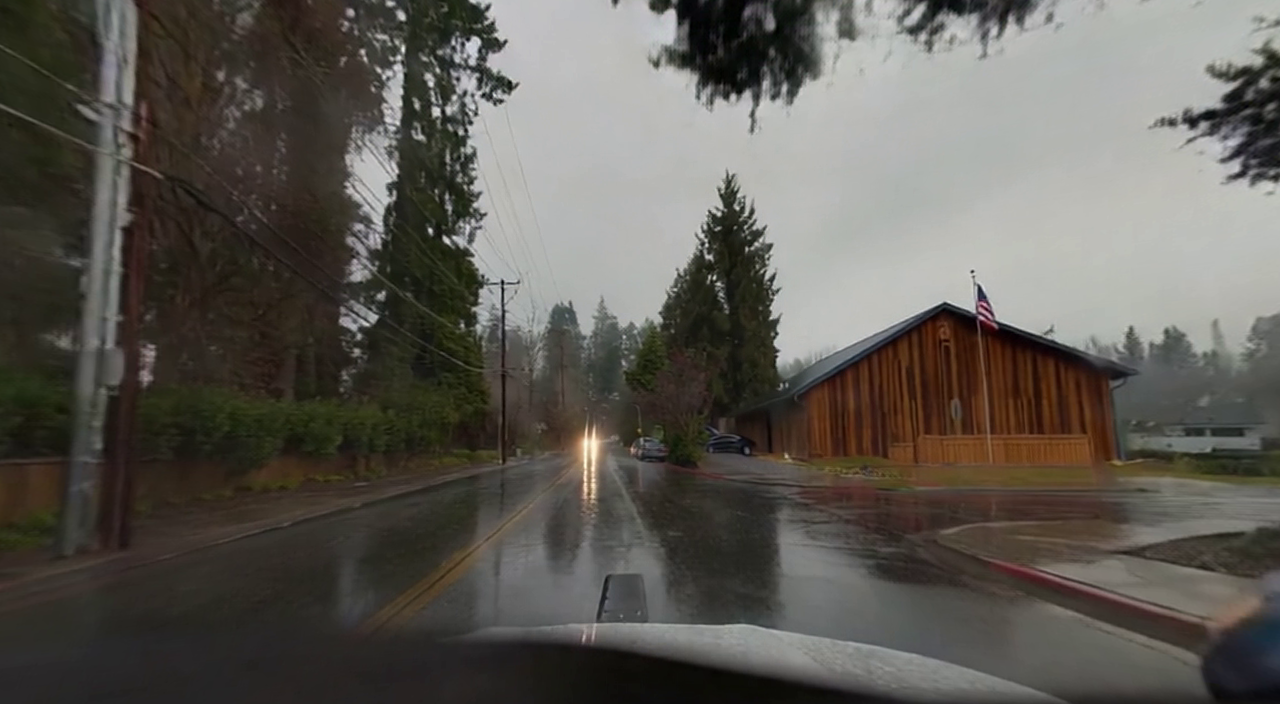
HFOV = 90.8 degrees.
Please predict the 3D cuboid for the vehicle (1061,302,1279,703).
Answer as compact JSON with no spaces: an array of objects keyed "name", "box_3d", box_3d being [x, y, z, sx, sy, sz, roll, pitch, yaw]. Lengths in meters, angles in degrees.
[{"name":"vehicle","box_3d":[3.228,0.535,0.578,2.203,1.787,4.704,0,-8,-4]}]
